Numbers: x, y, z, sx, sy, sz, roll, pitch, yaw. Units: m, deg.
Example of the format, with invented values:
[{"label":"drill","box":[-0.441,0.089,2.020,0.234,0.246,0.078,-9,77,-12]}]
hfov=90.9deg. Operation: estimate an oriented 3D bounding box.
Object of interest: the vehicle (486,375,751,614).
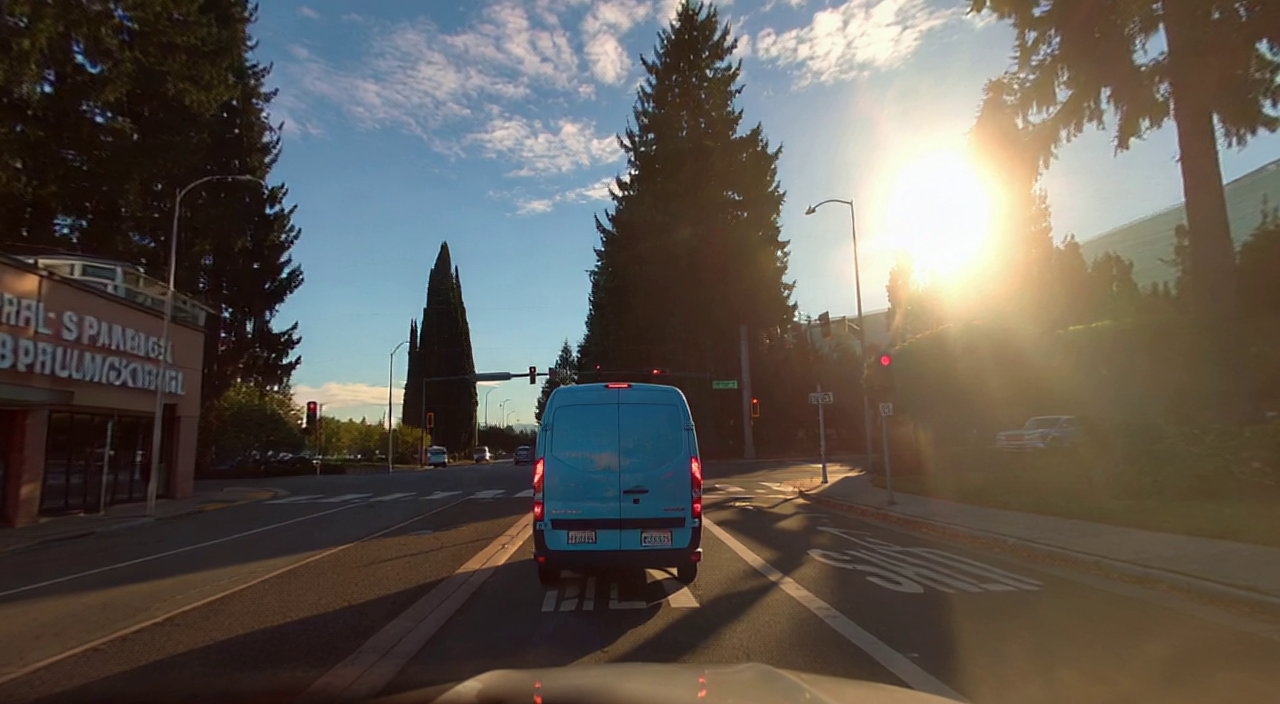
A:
[{"label":"vehicle","box":[-0.297,1.477,7.281,2.181,1.949,3.932,1,-9,-4]}]
